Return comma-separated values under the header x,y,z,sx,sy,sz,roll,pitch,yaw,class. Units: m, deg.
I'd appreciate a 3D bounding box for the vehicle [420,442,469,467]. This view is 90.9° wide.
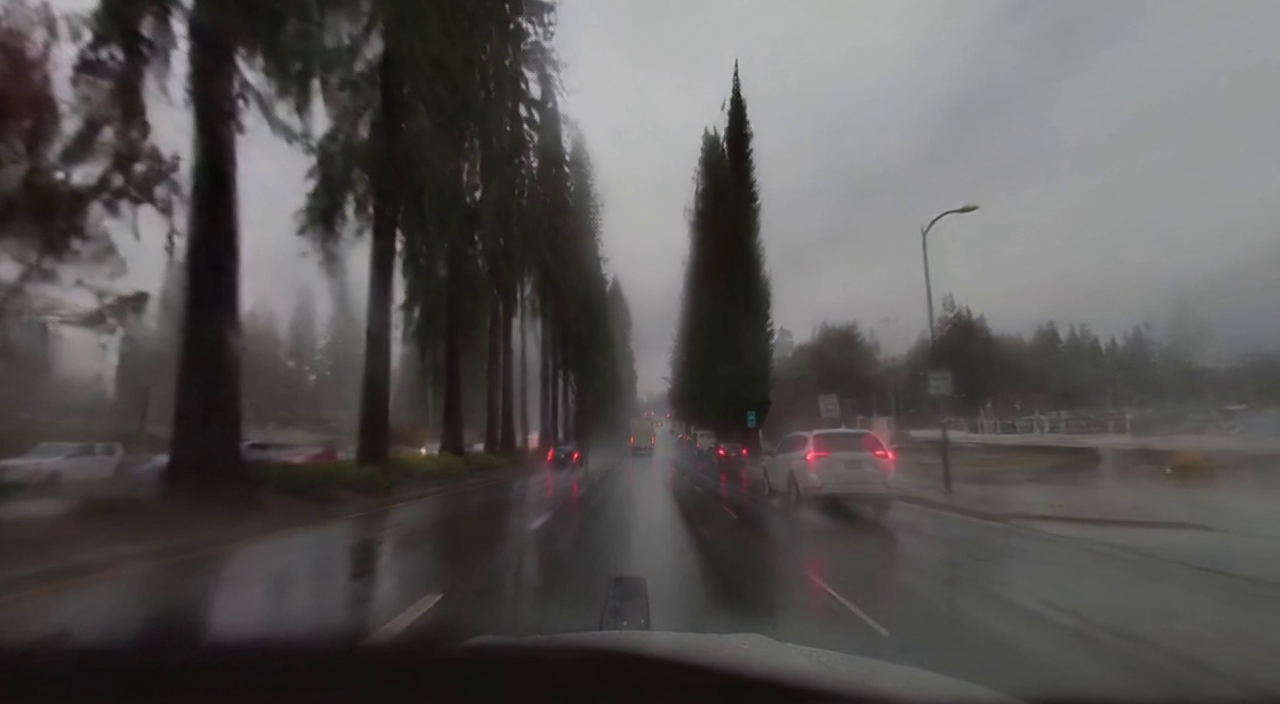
x,y,z,sx,sy,sz,roll,pitch,yaw,class
-13.587,7.131,44.040,2.181,1.604,3.944,0,-9,0,vehicle

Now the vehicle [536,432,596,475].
x,y,z,sx,sy,sz,roll,pitch,yaw,class
-3.515,4.984,31.058,2.255,1.940,4.822,0,-8,1,vehicle

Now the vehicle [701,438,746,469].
x,y,z,sx,sy,sz,roll,pitch,yaw,class
4.951,6.077,37.894,2.280,1.757,4.572,-1,-9,3,vehicle

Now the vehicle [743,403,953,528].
x,y,z,sx,sy,sz,roll,pitch,yaw,class
3.841,2.272,13.208,2.381,2.008,5.971,0,-9,0,vehicle

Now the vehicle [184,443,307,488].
x,y,z,sx,sy,sz,roll,pitch,yaw,class
-17.174,4.945,27.806,1.965,1.780,5.122,0,-9,2,vehicle

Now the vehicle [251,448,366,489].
x,y,z,sx,sy,sz,roll,pitch,yaw,class
-13.755,4.818,26.567,2.142,1.528,4.804,0,-9,2,vehicle

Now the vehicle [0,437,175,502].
x,y,z,sx,sy,sz,roll,pitch,yaw,class
-20.939,4.334,23.803,2.353,2.119,5.625,0,-9,1,vehicle
